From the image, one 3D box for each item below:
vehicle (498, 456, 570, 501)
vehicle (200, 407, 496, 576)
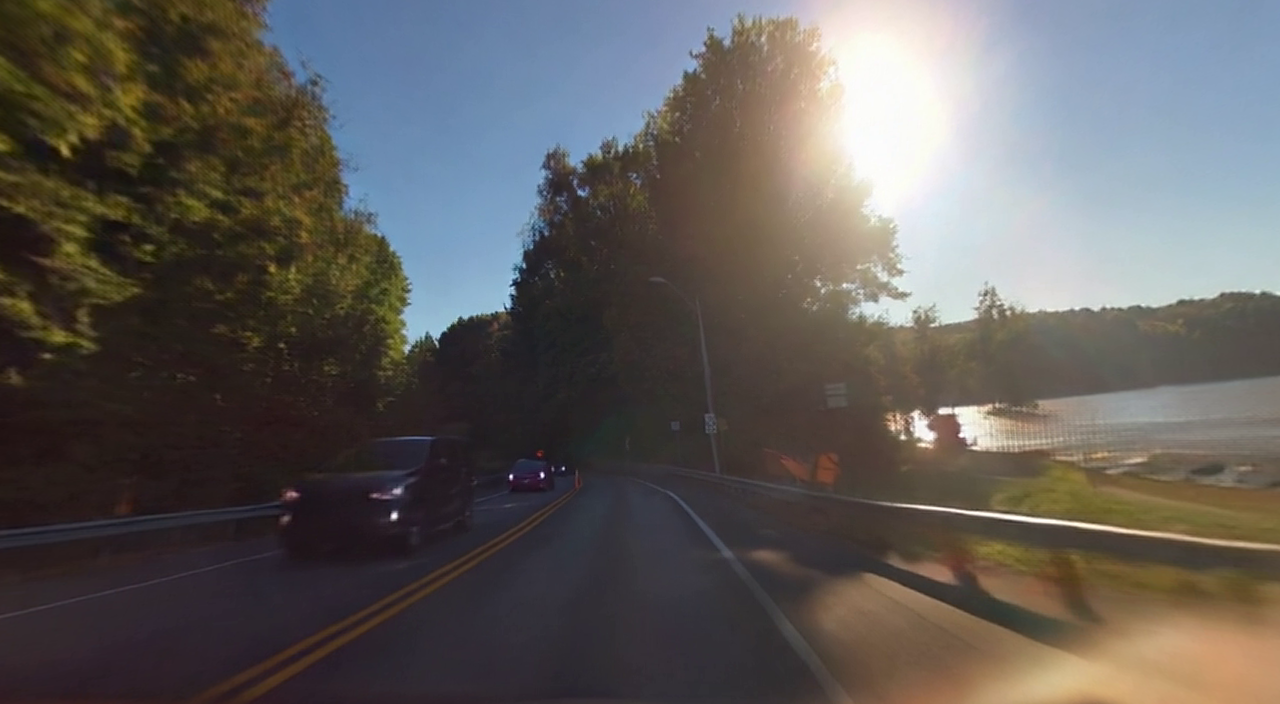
[{"bbox_3d":[-3.769,4.576,23.252,2.032,1.444,4.164,0,-9,-1],"label":"vehicle"},{"bbox_3d":[-4.027,2.056,10.078,2.221,1.969,5.153,0,-9,0],"label":"vehicle"}]
